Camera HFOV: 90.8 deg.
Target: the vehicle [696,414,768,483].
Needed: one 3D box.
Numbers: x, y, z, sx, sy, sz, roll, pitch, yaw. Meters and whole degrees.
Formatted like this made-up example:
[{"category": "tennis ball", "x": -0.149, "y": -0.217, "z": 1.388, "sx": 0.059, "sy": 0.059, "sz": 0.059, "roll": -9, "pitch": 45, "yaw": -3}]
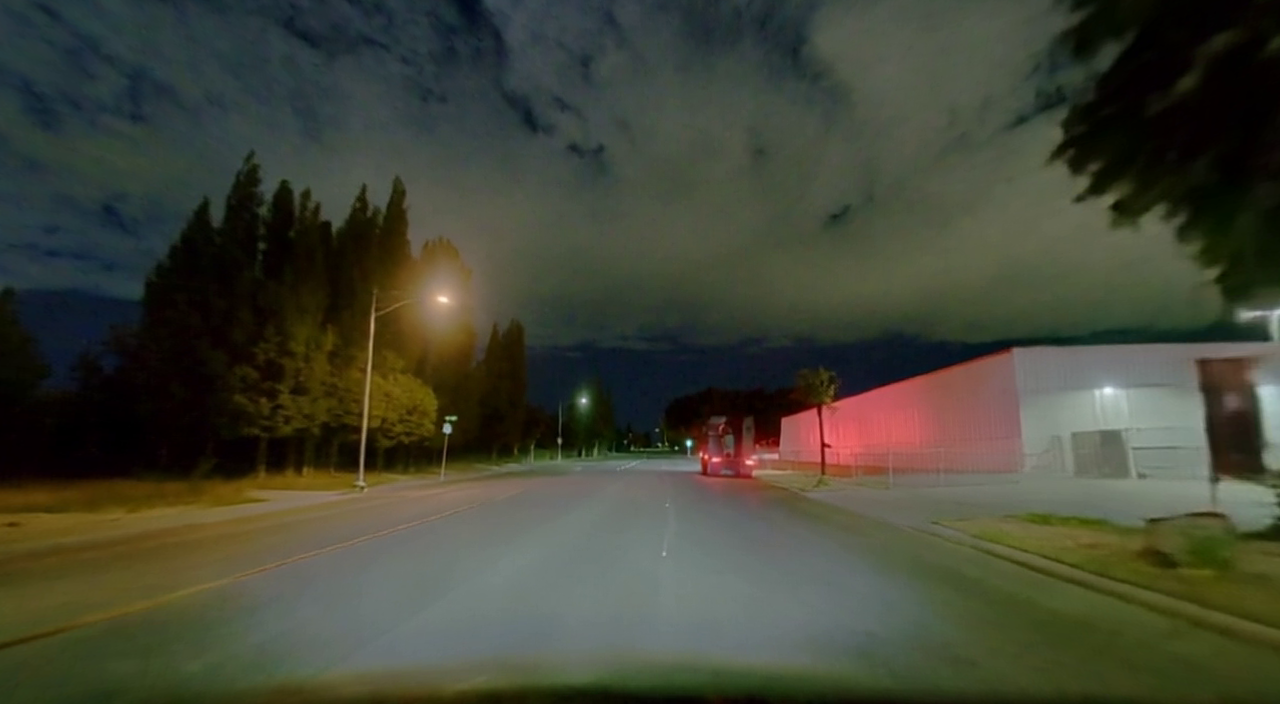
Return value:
[{"category": "vehicle", "x": 4.804, "y": 5.227, "z": 34.250, "sx": 3.019, "sy": 3.303, "sz": 6.252, "roll": 1, "pitch": -9, "yaw": 0}]
